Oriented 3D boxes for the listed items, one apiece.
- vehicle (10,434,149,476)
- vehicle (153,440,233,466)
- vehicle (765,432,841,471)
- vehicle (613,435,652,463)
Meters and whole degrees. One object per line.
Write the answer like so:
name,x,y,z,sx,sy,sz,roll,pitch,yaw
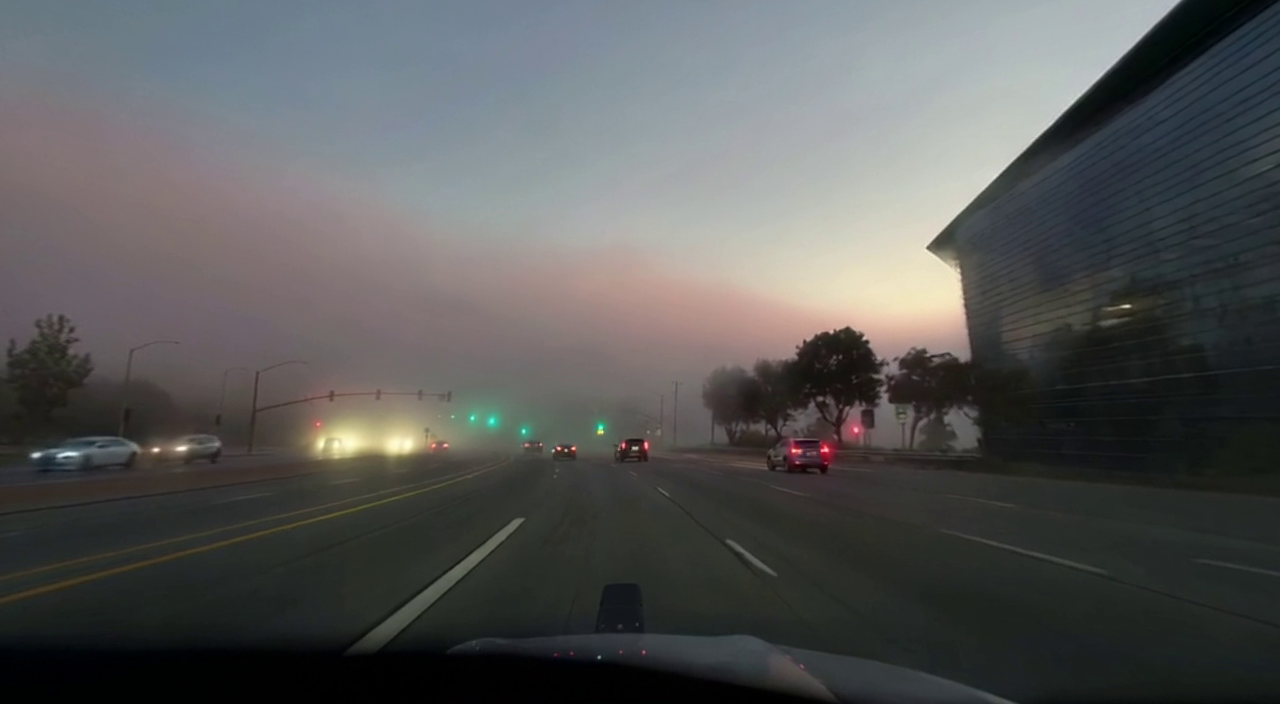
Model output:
vehicle,-22.142,4.070,25.236,1.910,1.510,4.324,1,-8,-6
vehicle,-26.918,6.058,38.227,1.882,1.453,4.577,1,-8,-6
vehicle,7.886,4.886,31.174,2.130,1.741,4.665,1,-8,-5
vehicle,-0.547,6.406,41.794,2.024,1.724,3.928,1,-9,-10
